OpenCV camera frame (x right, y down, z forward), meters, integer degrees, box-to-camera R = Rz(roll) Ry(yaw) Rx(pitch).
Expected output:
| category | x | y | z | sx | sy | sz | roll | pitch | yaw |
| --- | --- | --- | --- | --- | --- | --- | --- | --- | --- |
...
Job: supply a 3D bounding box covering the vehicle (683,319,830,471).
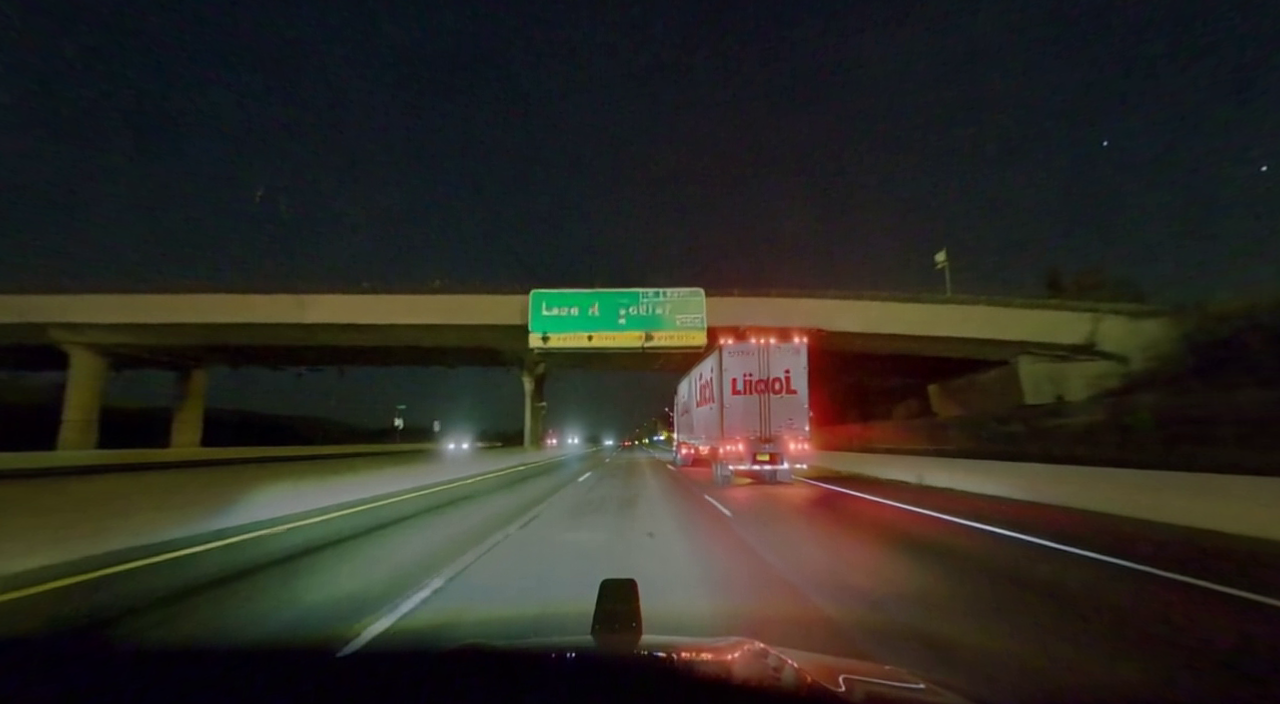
| category | x | y | z | sx | sy | sz | roll | pitch | yaw |
| --- | --- | --- | --- | --- | --- | --- | --- | --- | --- |
| vehicle | 3.715 | 2.152 | 24.730 | 3.034 | 4.194 | 14.704 | 0 | -8 | 0 |
